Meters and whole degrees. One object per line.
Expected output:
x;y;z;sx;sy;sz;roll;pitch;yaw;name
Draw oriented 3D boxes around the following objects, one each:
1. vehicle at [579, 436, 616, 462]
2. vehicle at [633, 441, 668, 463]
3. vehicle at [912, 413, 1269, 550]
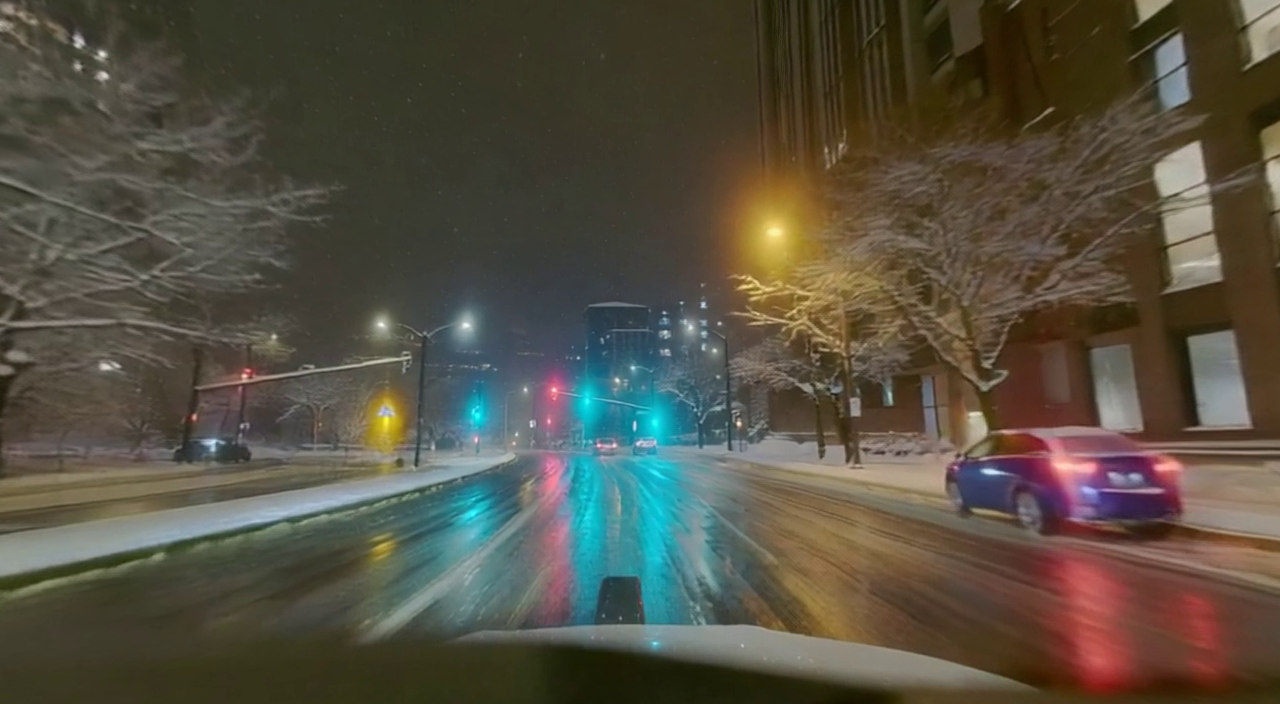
-3.135;6.968;45.392;2.317;1.713;4.231;1;-9;-8;vehicle
0.665;6.890;43.628;1.918;1.479;4.468;1;-9;-6;vehicle
6.504;1.932;10.104;2.042;1.635;4.858;0;-9;-1;vehicle
